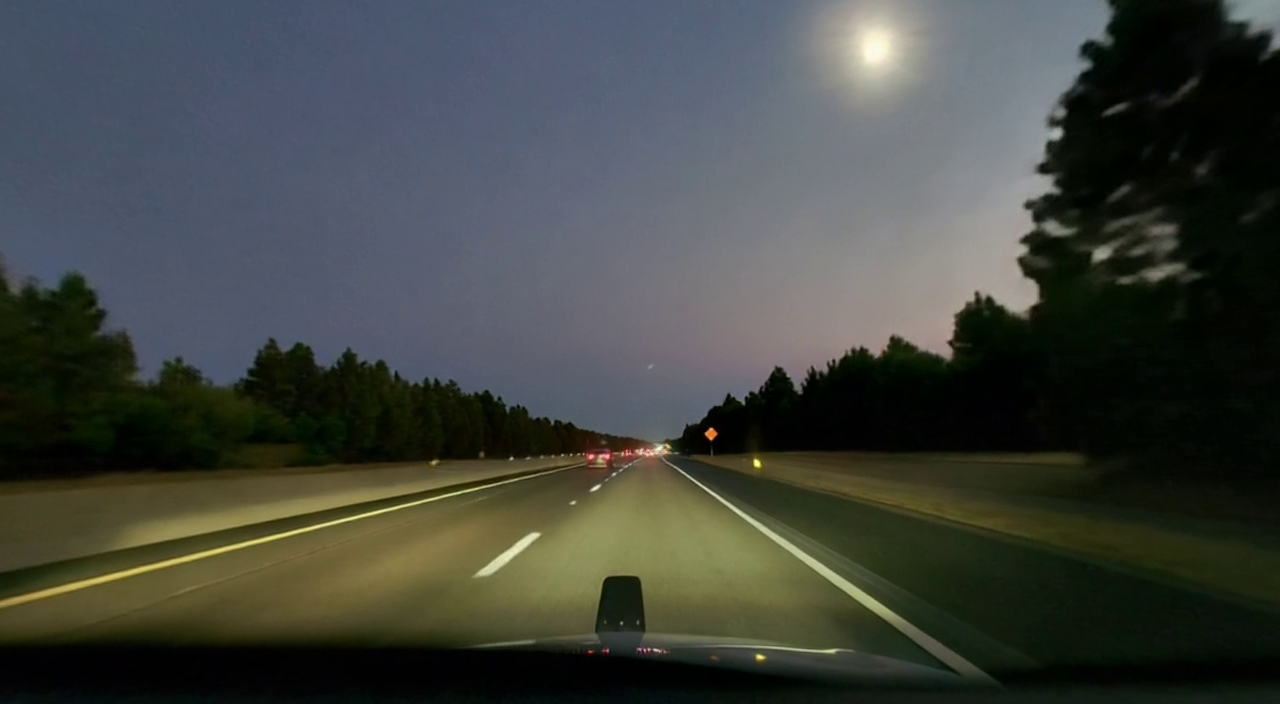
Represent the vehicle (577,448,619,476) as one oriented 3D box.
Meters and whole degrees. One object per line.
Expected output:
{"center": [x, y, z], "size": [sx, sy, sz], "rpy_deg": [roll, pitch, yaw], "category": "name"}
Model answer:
{"center": [-2.259, 6.060, 35.001], "size": [1.917, 1.450, 3.997], "rpy_deg": [0, -8, 2], "category": "vehicle"}
